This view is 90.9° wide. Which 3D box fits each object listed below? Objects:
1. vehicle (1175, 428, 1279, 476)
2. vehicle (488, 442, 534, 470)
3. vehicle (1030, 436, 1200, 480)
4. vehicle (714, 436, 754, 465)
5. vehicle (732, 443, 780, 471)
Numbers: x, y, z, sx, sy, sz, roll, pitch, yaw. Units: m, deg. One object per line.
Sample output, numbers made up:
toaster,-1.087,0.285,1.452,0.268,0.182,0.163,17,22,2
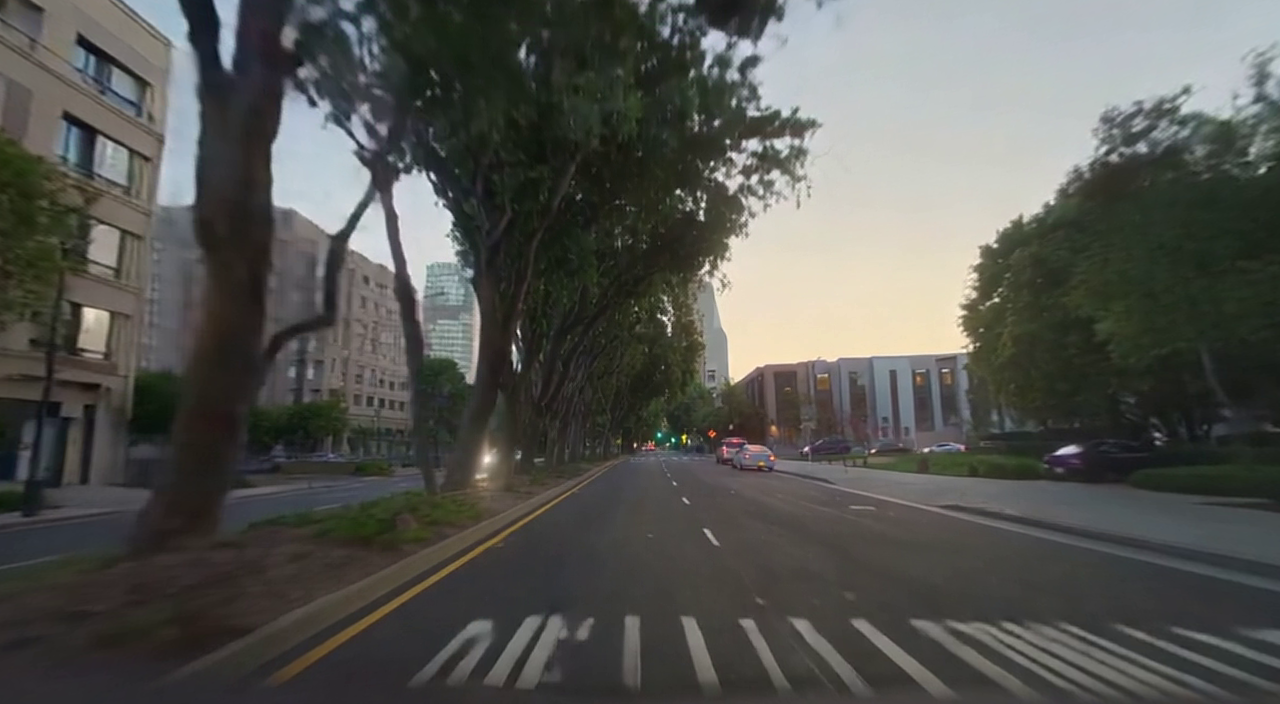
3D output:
vehicle,20.981,3.333,21.163,4.333,1.491,1.744,-1,-7,1
vehicle,-8.031,6.531,39.727,1.982,1.608,4.519,0,-8,0
vehicle,16.055,3.595,21.458,4.276,1.397,1.786,0,-8,1
vehicle,6.572,6.986,44.778,2.045,1.890,4.876,0,-8,-1
vehicle,6.568,5.985,36.238,1.948,1.511,4.623,0,-8,1
